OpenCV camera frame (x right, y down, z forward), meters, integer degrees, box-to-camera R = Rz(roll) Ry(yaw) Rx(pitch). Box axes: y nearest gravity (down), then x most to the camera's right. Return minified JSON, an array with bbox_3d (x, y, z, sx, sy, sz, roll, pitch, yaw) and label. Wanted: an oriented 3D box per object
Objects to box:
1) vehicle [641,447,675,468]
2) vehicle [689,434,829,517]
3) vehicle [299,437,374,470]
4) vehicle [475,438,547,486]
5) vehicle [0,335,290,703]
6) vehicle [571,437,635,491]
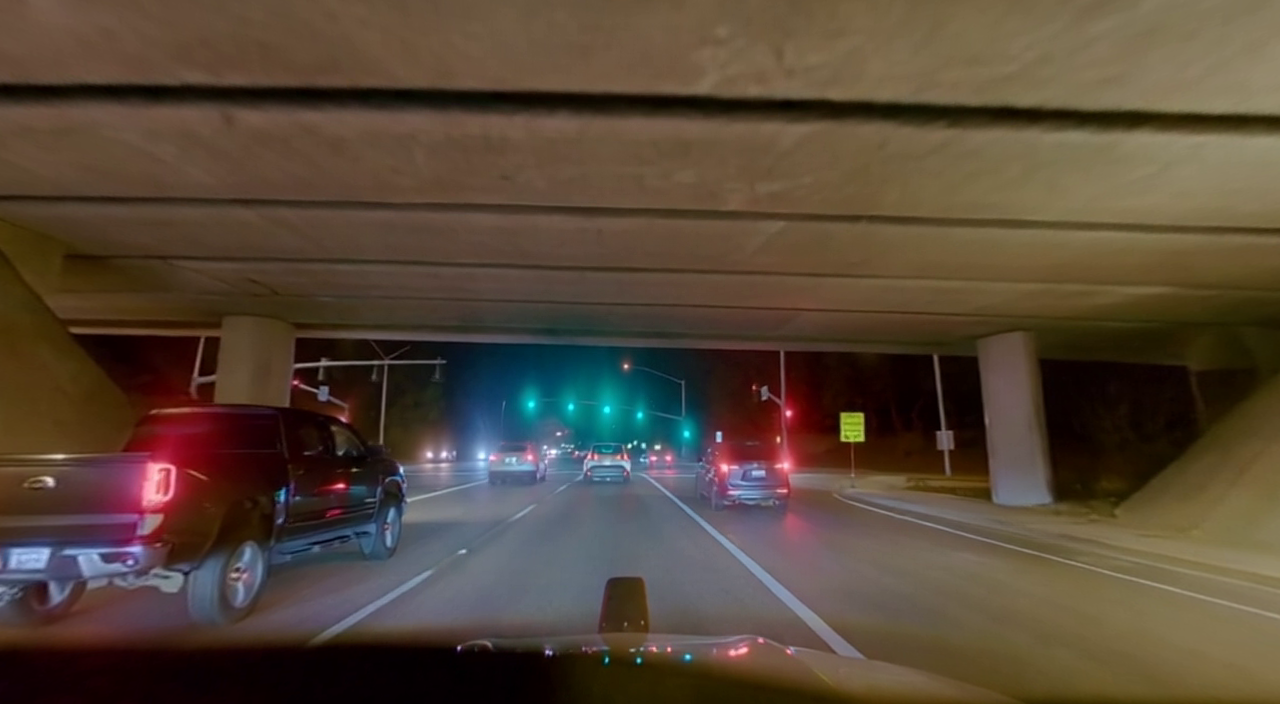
[{"bbox_3d":[1.277,7.688,46.199,2.026,1.457,3.969,1,-8,-6],"label":"vehicle"},{"bbox_3d":[2.735,3.005,16.061,2.234,1.720,5.378,1,-8,-3],"label":"vehicle"},{"bbox_3d":[-17.258,5.776,36.133,2.013,1.744,5.015,1,-8,-4],"label":"vehicle"},{"bbox_3d":[-4.978,4.293,24.947,2.127,1.720,4.064,0,-8,-2],"label":"vehicle"},{"bbox_3d":[-4.087,0.853,3.121,2.074,1.814,4.596,0,-8,-1],"label":"vehicle"},{"bbox_3d":[-1.287,3.958,22.558,2.097,1.748,3.794,0,-8,-2],"label":"vehicle"}]
